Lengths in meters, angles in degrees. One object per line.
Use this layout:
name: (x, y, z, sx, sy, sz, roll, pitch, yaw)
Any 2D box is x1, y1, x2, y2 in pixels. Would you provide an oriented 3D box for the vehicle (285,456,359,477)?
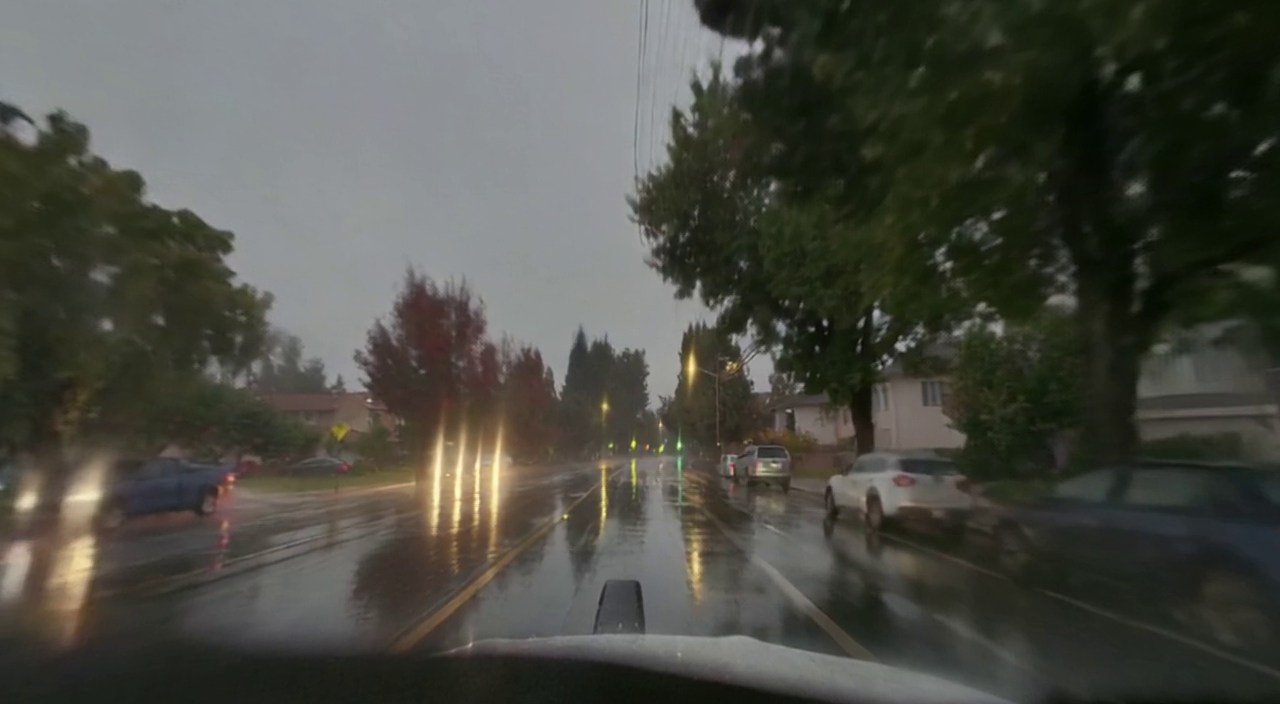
vehicle: (-23.255, 8.378, 46.121, 4.326, 1.468, 2.025, 0, -9, 2)

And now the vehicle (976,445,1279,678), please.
vehicle: (5.035, 1.543, 5.366, 1.924, 1.471, 4.259, 0, -9, -1)

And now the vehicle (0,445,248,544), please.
vehicle: (-12.049, 3.290, 15.289, 2.116, 1.875, 4.675, -3, -9, -1)

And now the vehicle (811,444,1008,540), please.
vehicle: (4.959, 2.600, 12.400, 1.978, 1.529, 4.357, 0, -9, 1)

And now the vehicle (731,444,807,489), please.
vehicle: (5.120, 4.624, 25.823, 2.009, 1.649, 5.156, 0, -9, 0)

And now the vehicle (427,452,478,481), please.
vehicle: (-12.051, 7.385, 40.715, 1.907, 1.612, 4.594, -3, -10, 1)
